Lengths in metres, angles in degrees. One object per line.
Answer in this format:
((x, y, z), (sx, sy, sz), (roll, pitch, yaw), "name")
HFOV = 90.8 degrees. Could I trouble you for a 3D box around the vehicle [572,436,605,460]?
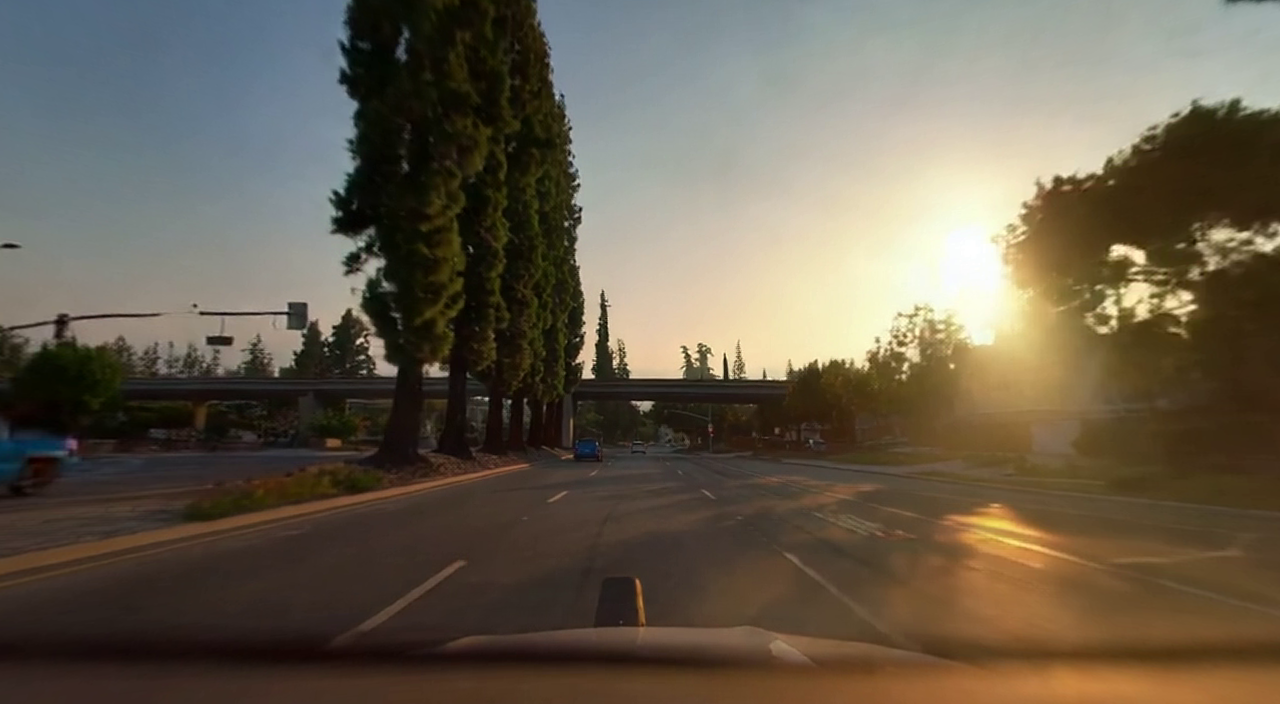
((-3.777, 7.151, 46.981), (2.042, 1.686, 4.372), (0, -9, 1), "vehicle")
